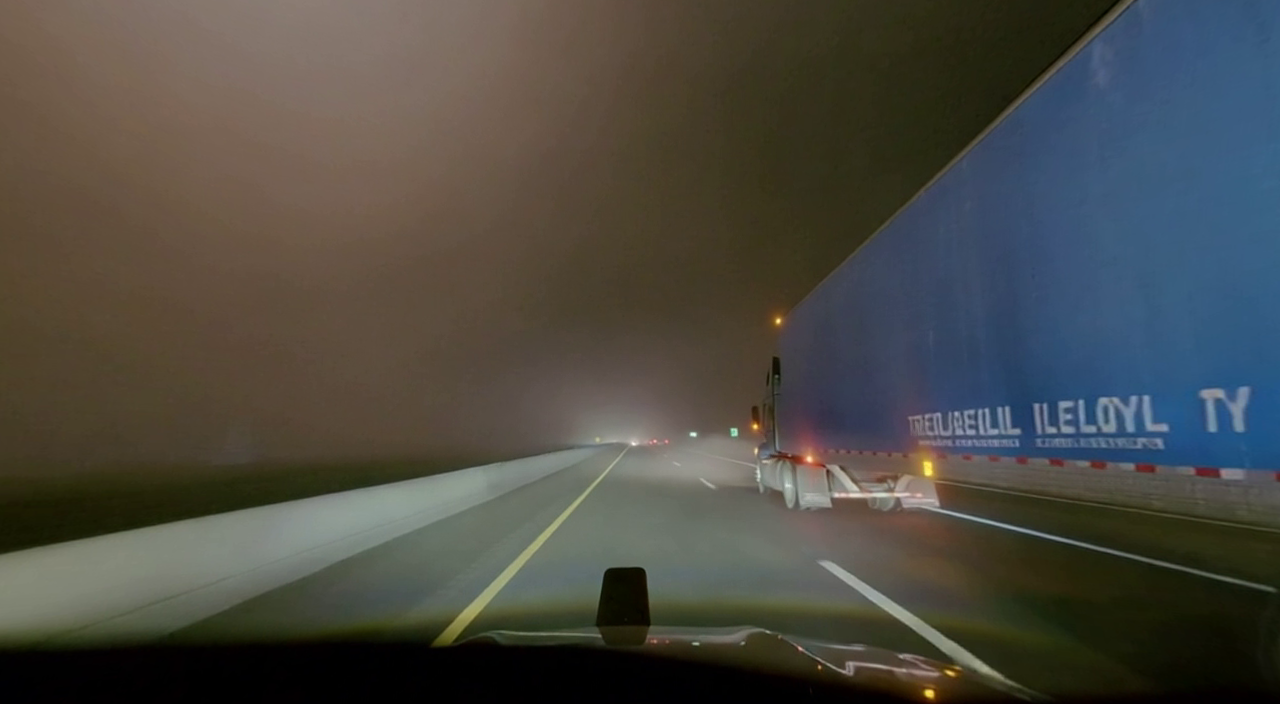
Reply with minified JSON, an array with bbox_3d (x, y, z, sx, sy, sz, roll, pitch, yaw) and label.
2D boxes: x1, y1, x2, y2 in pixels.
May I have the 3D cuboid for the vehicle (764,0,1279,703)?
[{"bbox_3d":[4.170,0.351,6.604,3.006,4.093,14.142,0,-8,1],"label":"vehicle"}]
